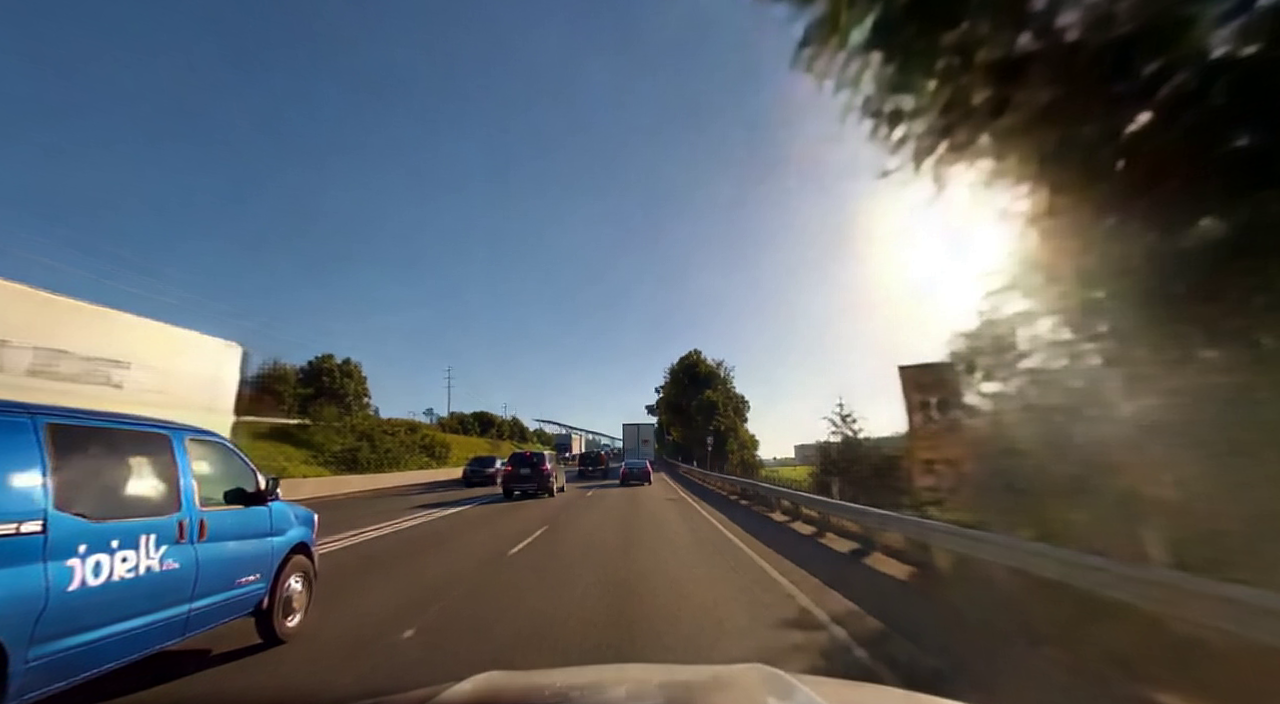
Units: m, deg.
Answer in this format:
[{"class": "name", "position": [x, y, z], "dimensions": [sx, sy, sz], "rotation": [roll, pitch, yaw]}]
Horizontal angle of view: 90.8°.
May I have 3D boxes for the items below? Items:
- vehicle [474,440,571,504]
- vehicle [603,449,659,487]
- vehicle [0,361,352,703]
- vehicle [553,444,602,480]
[{"class": "vehicle", "position": [-3.204, 3.349, 18.086], "dimensions": [1.937, 1.600, 4.141], "rotation": [-1, -9, 1]}, {"class": "vehicle", "position": [-0.331, 4.635, 25.554], "dimensions": [2.095, 1.393, 3.908], "rotation": [0, -9, 0]}, {"class": "vehicle", "position": [-3.314, 0.948, 2.583], "dimensions": [2.117, 1.688, 4.582], "rotation": [0, -9, 0]}, {"class": "vehicle", "position": [-3.099, 5.550, 32.031], "dimensions": [1.994, 1.663, 4.047], "rotation": [-1, -9, 1]}]
